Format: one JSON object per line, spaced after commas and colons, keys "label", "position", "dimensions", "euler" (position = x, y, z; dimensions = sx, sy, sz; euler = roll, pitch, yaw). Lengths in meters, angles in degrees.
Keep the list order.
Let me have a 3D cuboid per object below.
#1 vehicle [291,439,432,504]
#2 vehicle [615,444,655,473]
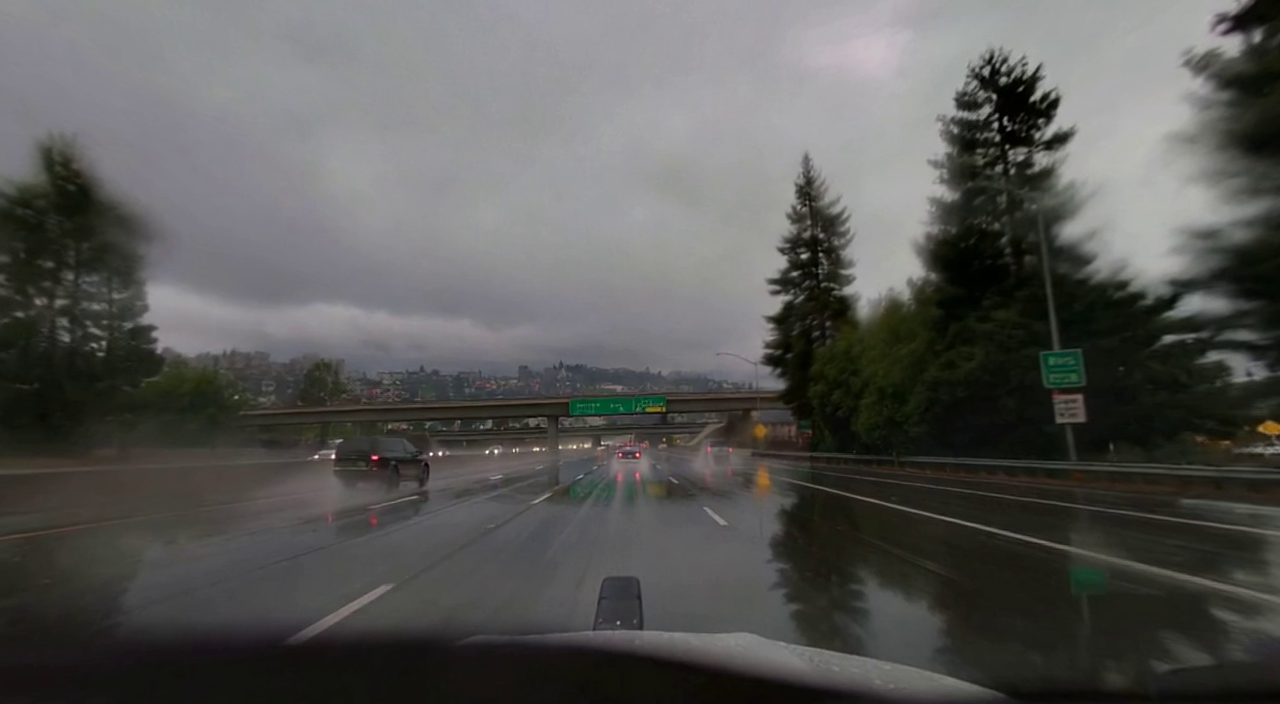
{"label": "vehicle", "position": [-7.465, 3.227, 17.511], "dimensions": [1.957, 1.554, 4.350], "euler": [0, -8, -1]}
{"label": "vehicle", "position": [-0.321, 5.730, 34.326], "dimensions": [2.012, 1.471, 4.059], "euler": [0, -8, -2]}
